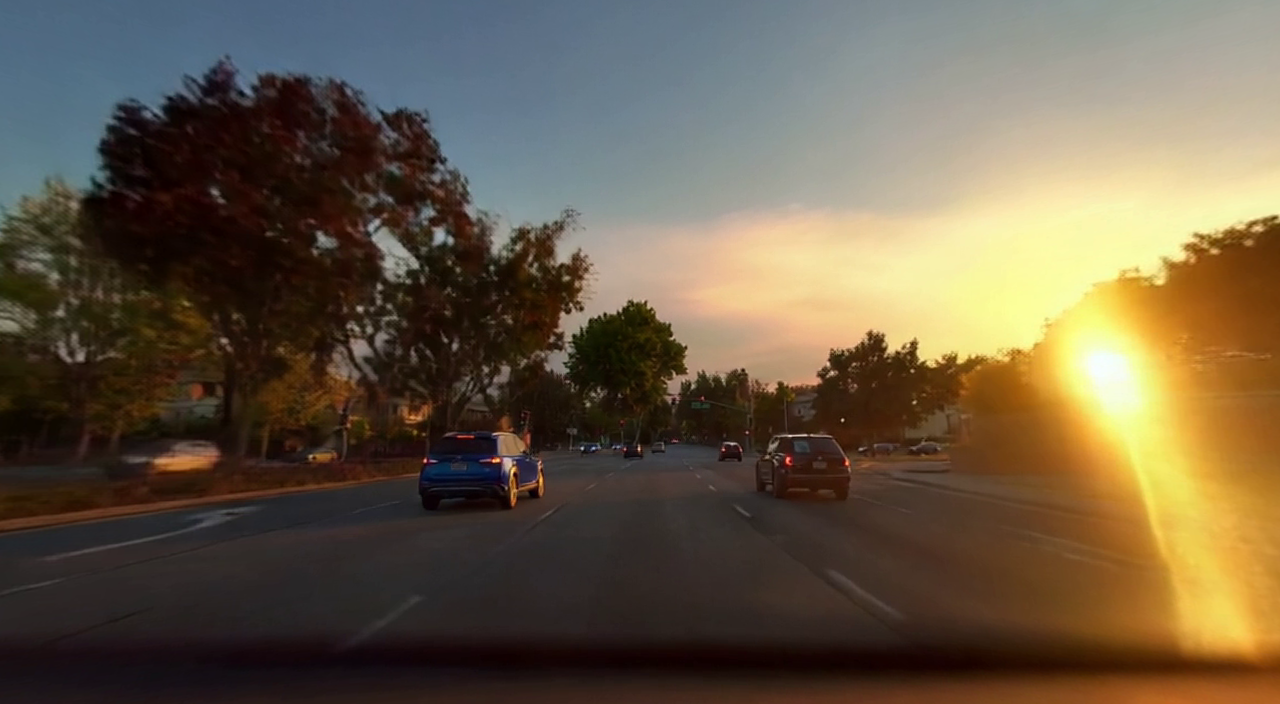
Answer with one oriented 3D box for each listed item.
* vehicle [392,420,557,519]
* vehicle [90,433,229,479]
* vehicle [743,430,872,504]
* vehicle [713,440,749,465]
[{"bbox_3d":[-3.175,2.374,13.287,2.045,1.688,4.632,-1,-8,2],"label":"vehicle"},{"bbox_3d":[-18.963,4.113,25.251,1.914,1.669,4.429,-1,-8,3],"label":"vehicle"},{"bbox_3d":[4.158,2.932,16.538,2.132,1.659,4.387,0,-8,0],"label":"vehicle"},{"bbox_3d":[6.388,7.137,44.882,2.169,1.669,4.037,-1,-8,3],"label":"vehicle"}]
